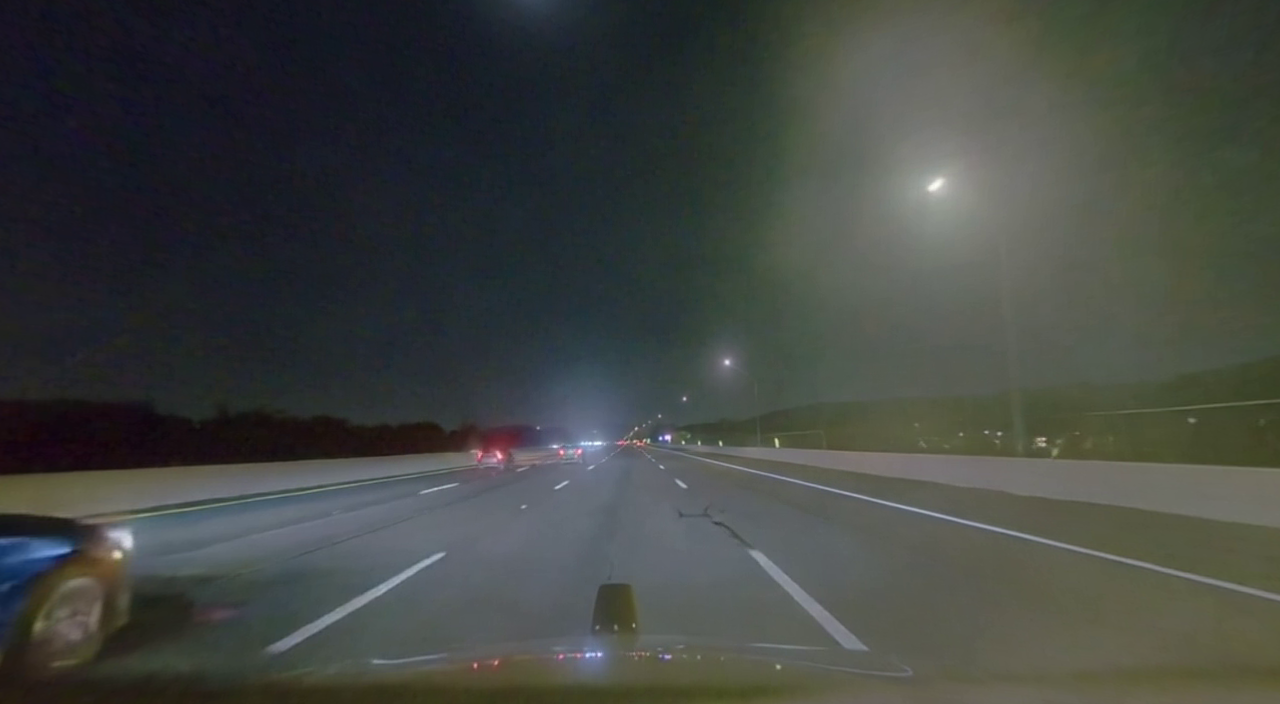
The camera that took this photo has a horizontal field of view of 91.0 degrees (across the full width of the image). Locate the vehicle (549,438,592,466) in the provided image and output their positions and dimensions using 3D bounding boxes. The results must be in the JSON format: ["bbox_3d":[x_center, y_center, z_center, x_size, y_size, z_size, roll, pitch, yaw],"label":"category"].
[{"bbox_3d":[-4.381,6.376,40.300,2.200,1.662,5.091,0,-8,0],"label":"vehicle"}]

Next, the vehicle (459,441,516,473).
[{"bbox_3d":[-8.070,5.568,33.758,1.924,1.519,4.791,0,-8,0],"label":"vehicle"}]
